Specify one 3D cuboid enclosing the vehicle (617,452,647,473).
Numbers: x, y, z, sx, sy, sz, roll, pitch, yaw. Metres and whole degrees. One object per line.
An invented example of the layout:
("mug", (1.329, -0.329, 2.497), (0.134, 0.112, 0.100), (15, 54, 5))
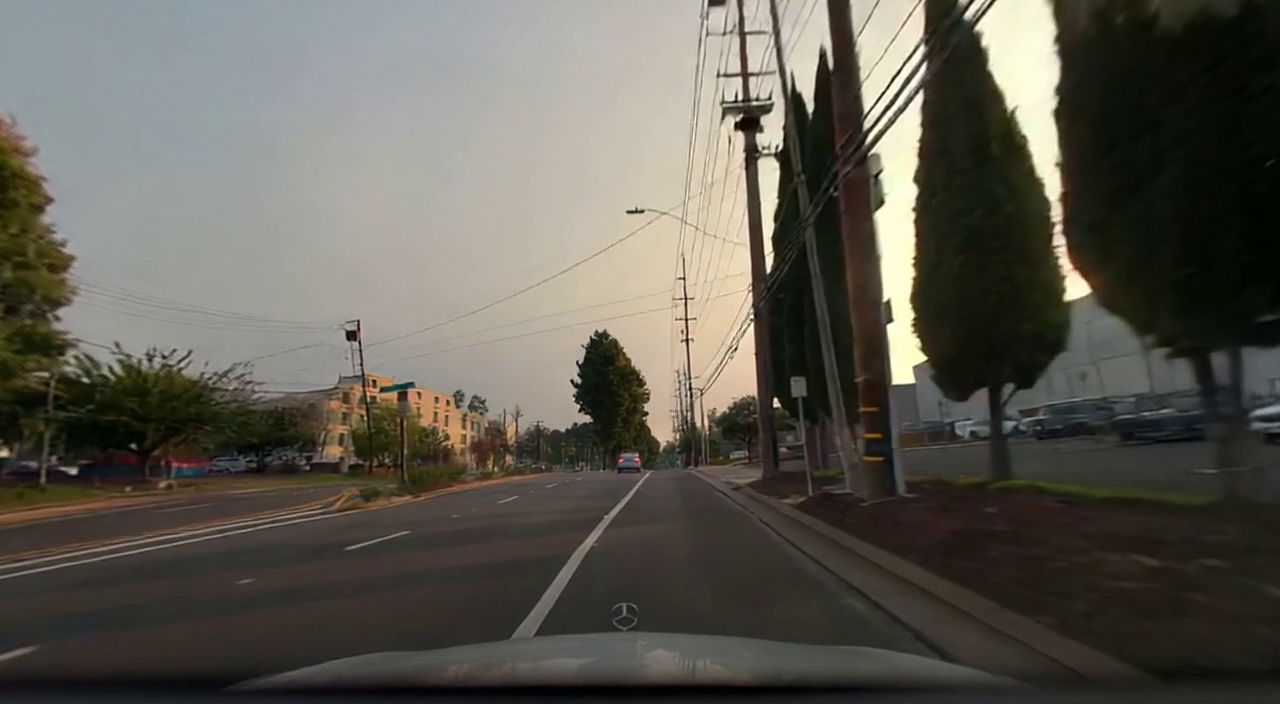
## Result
("vehicle", (-0.562, 8.655, 49.382), (2.114, 1.492, 4.453), (-1, -9, 2))
